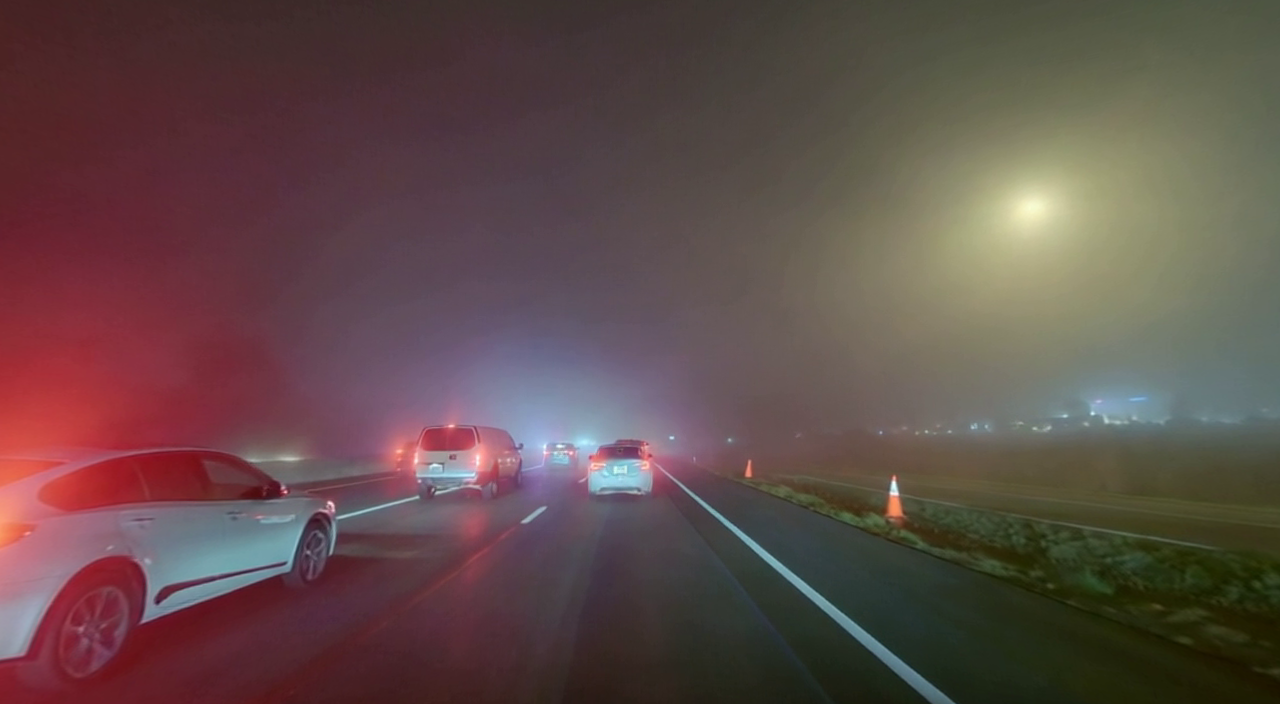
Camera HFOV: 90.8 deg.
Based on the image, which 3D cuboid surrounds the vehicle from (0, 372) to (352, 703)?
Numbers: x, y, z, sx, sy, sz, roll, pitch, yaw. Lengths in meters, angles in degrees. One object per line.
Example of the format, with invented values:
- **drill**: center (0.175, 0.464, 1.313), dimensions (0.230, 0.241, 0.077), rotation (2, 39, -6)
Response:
- **vehicle**: center (-3.820, 1.050, 3.777), dimensions (2.041, 1.604, 4.384), rotation (0, -9, 1)

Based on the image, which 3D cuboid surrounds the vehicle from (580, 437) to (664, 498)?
- **vehicle**: center (-0.468, 3.148, 17.548), dimensions (2.069, 1.484, 3.918), rotation (0, -9, -1)

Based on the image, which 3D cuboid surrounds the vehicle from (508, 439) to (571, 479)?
- **vehicle**: center (-3.975, 4.296, 25.582), dimensions (1.824, 1.459, 4.007), rotation (0, -9, 1)

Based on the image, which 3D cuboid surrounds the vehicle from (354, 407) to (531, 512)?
- **vehicle**: center (-4.284, 2.490, 15.044), dimensions (2.324, 2.012, 5.740), rotation (0, -9, 0)
